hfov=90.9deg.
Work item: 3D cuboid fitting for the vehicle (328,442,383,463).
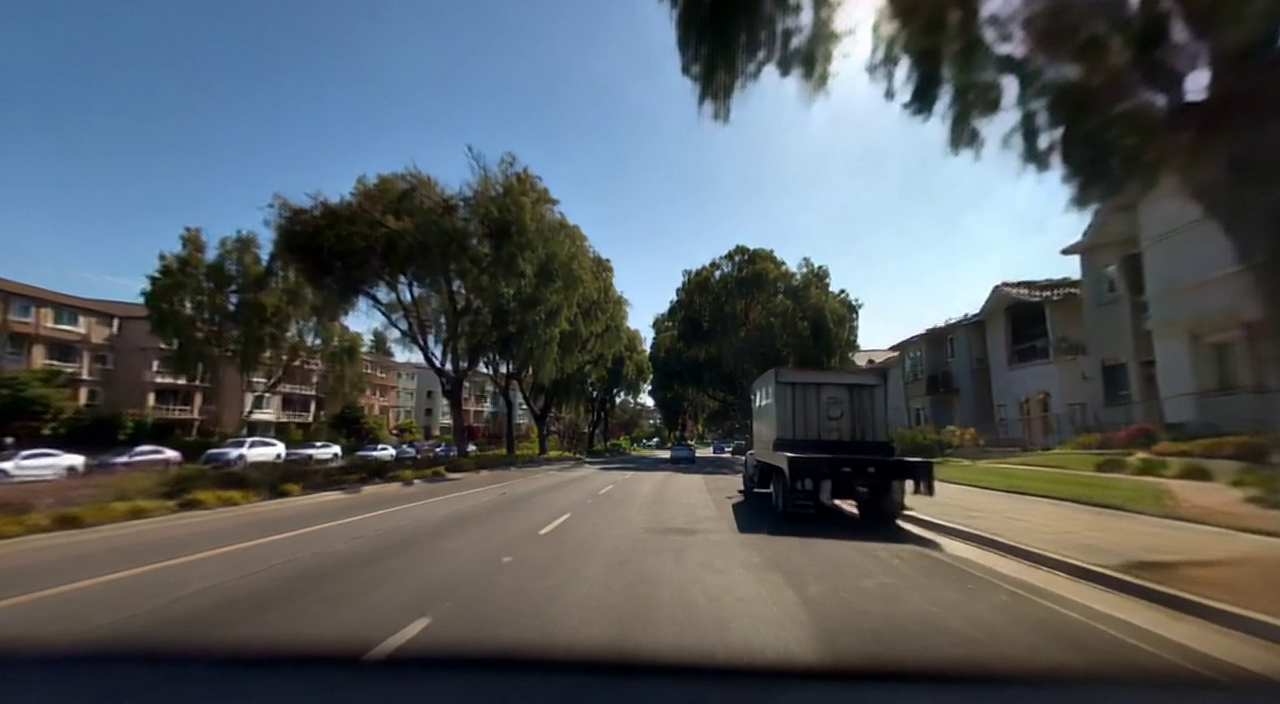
[{"bbox_3d":[-21.913,7.749,48.738,1.900,1.489,4.361,-1,-8,6],"label":"vehicle"}]

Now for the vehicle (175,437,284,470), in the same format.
[{"bbox_3d":[-23.493,5.848,36.432,2.242,1.693,5.560,-2,-9,5],"label":"vehicle"}]

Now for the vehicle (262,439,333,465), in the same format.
[{"bbox_3d":[-22.826,6.681,42.254,2.008,1.668,4.379,-1,-8,5],"label":"vehicle"}]

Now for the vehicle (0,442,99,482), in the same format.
[{"bbox_3d":[-24.325,4.324,24.928,2.015,1.446,4.316,-2,-8,0],"label":"vehicle"}]

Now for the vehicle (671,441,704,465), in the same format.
[{"bbox_3d":[2.886,6.065,37.981,1.871,1.370,4.206,-1,-8,5],"label":"vehicle"}]

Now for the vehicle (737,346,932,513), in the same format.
[{"bbox_3d":[4.467,2.135,16.747,2.945,3.277,8.473,-1,-8,4],"label":"vehicle"}]

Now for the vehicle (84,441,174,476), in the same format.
[{"bbox_3d":[-24.145,5.006,29.882,1.659,1.570,2.845,-1,-8,5],"label":"vehicle"}]
